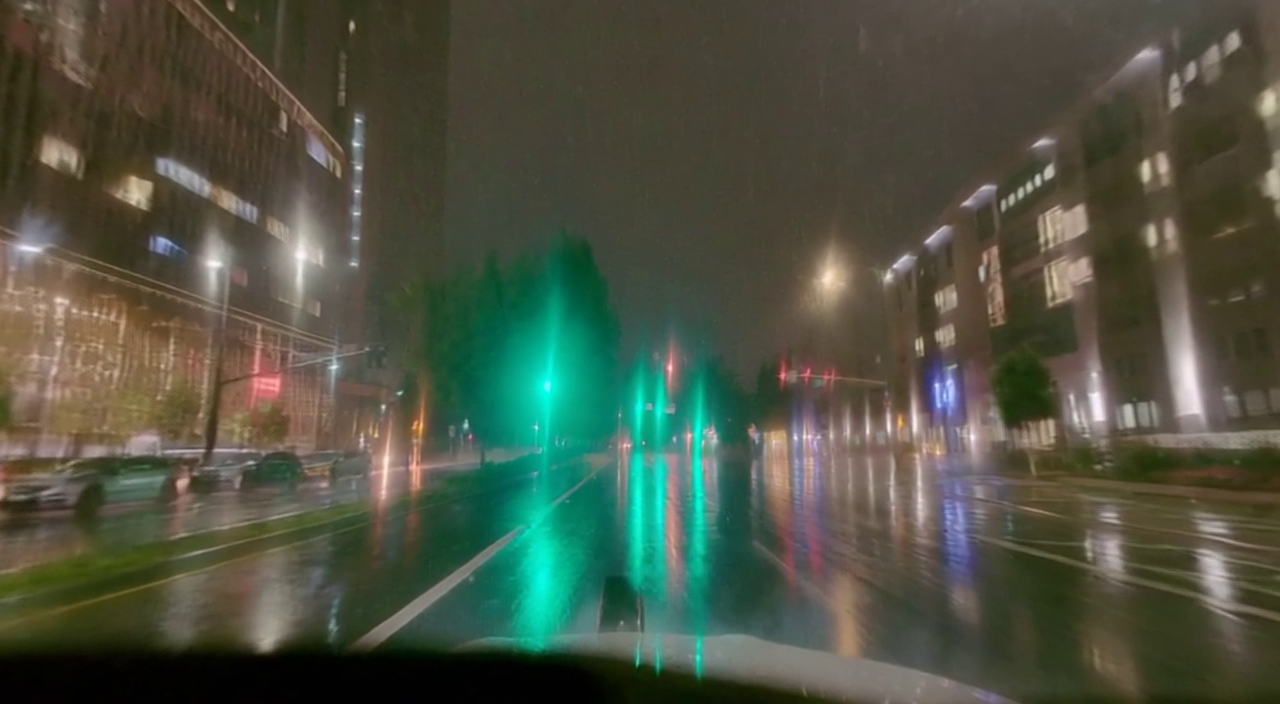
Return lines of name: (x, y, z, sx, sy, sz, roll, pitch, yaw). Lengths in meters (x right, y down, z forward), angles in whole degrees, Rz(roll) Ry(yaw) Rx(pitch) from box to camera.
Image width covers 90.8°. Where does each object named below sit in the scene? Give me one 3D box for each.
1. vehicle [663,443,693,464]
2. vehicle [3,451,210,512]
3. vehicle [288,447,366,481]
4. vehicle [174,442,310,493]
vehicle: (2.847, 7.598, 47.525, 1.945, 1.490, 3.817, 0, -8, -1)
vehicle: (-15.310, 3.694, 18.637, 1.776, 1.468, 5.089, 0, -8, -1)
vehicle: (-15.673, 5.587, 31.852, 1.831, 1.599, 4.080, 0, -9, 0)
vehicle: (-15.465, 4.474, 24.991, 1.978, 1.760, 5.097, 0, -8, 1)
